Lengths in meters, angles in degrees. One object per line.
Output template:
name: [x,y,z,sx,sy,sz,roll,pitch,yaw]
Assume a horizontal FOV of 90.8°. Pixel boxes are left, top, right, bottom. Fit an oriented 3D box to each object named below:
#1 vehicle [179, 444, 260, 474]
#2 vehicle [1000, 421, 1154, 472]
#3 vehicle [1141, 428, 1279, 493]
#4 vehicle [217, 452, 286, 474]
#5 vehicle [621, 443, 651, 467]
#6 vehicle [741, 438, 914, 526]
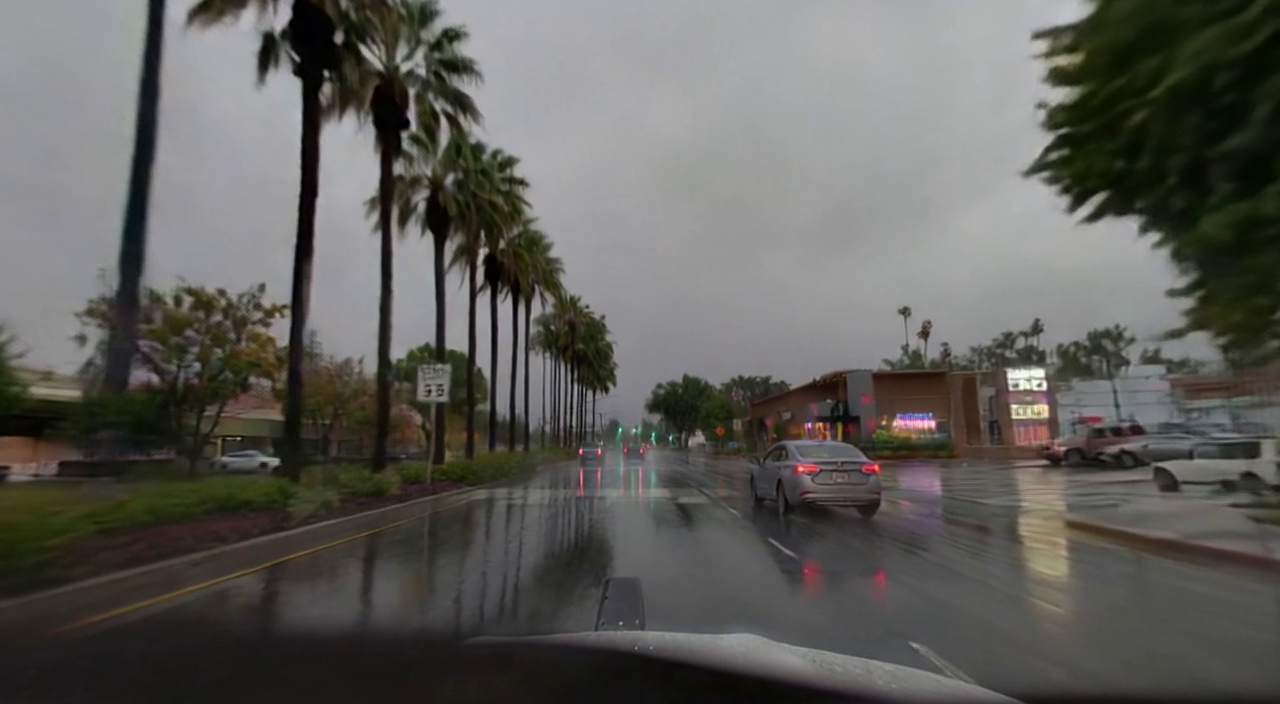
vehicle: [-31.963,8.122,48.276,2.210,2.068,5.774,0,-9,0]
vehicle: [18.418,4.049,26.799,4.719,1.803,2.339,-2,-12,-4]
vehicle: [15.423,2.702,16.186,1.975,1.464,3.651,-1,-8,-4]
vehicle: [-29.130,8.352,47.556,1.958,1.476,4.576,-2,-10,5]
vehicle: [-0.323,7.673,47.244,2.102,1.653,3.698,0,-9,-1]
vehicle: [3.607,2.590,13.224,2.090,1.503,4.566,0,-9,-2]
